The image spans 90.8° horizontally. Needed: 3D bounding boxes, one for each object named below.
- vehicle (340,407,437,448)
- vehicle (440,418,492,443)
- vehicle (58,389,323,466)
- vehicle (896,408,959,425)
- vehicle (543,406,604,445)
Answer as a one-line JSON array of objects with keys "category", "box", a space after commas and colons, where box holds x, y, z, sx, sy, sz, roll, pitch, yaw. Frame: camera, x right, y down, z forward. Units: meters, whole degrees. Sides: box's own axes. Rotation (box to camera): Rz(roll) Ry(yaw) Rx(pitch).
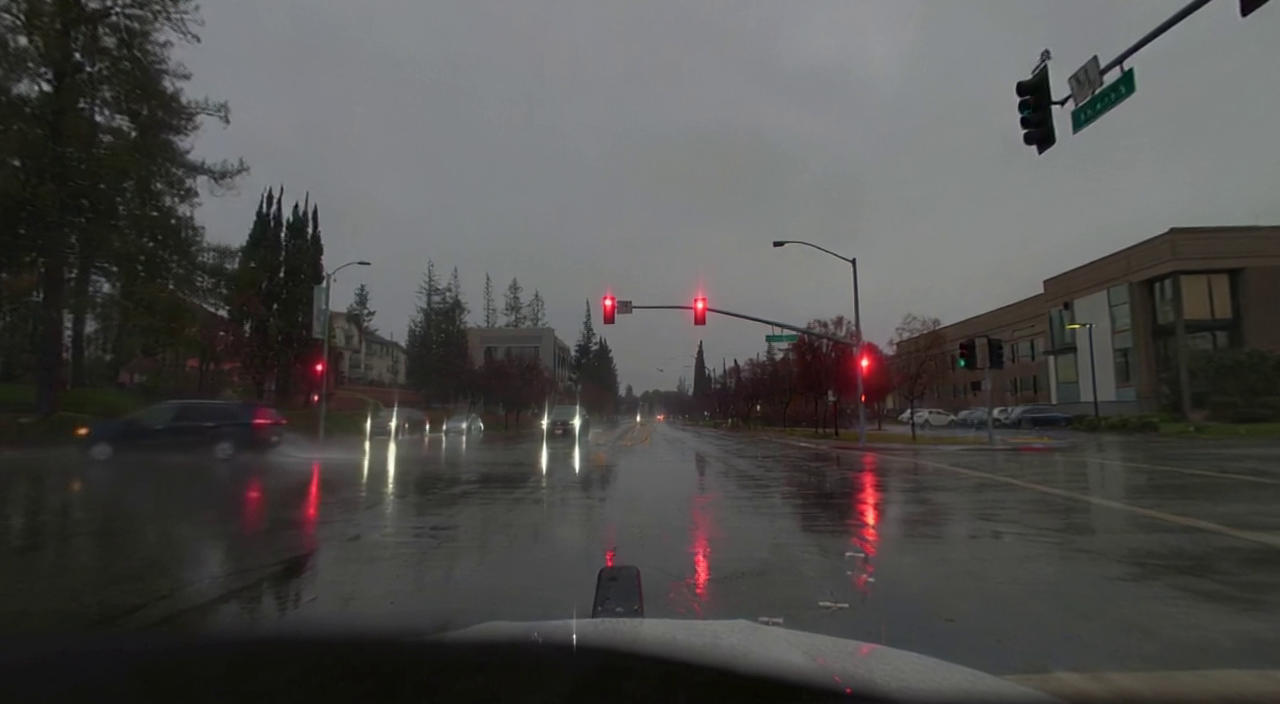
[{"category": "vehicle", "box": [-12.617, 3.923, 32.177, 2.340, 1.902, 4.920, -2, -9, 9]}, {"category": "vehicle", "box": [-11.248, 5.141, 41.159, 1.899, 1.510, 4.294, -1, -9, 3]}, {"category": "vehicle", "box": [-11.713, 2.028, 16.767, 5.383, 1.870, 2.203, -1, -9, 3]}, {"category": "vehicle", "box": [22.010, 4.965, 48.459, 3.933, 1.219, 1.700, -1, -9, 3]}, {"category": "vehicle", "box": [-3.448, 4.043, 33.895, 2.306, 1.907, 5.382, -1, -9, 4]}]
